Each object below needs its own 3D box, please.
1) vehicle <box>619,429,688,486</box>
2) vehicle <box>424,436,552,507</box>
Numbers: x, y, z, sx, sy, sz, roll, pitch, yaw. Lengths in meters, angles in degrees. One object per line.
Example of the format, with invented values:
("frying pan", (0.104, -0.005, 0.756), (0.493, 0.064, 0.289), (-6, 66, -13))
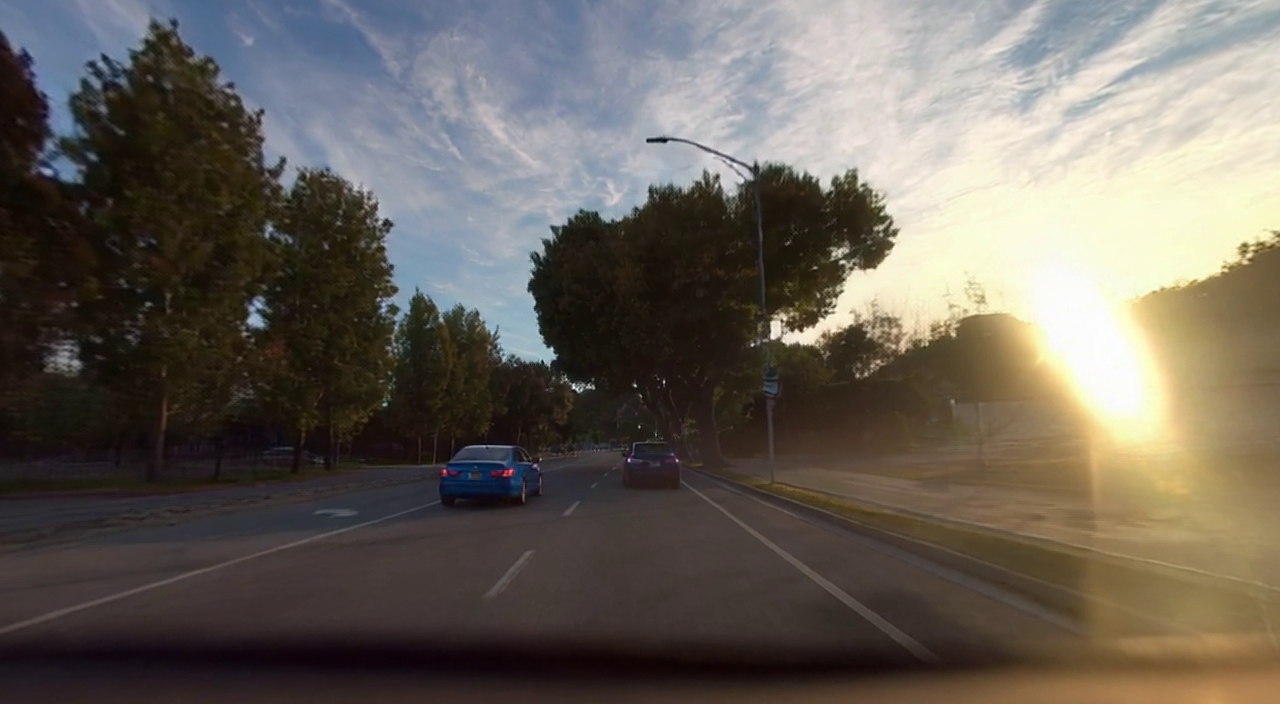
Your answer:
("vehicle", (0.370, 3.712, 22.532), (2.215, 1.799, 4.426), (0, -8, -2))
("vehicle", (-3.438, 2.771, 15.104), (2.036, 1.447, 4.044), (0, -8, 0))
